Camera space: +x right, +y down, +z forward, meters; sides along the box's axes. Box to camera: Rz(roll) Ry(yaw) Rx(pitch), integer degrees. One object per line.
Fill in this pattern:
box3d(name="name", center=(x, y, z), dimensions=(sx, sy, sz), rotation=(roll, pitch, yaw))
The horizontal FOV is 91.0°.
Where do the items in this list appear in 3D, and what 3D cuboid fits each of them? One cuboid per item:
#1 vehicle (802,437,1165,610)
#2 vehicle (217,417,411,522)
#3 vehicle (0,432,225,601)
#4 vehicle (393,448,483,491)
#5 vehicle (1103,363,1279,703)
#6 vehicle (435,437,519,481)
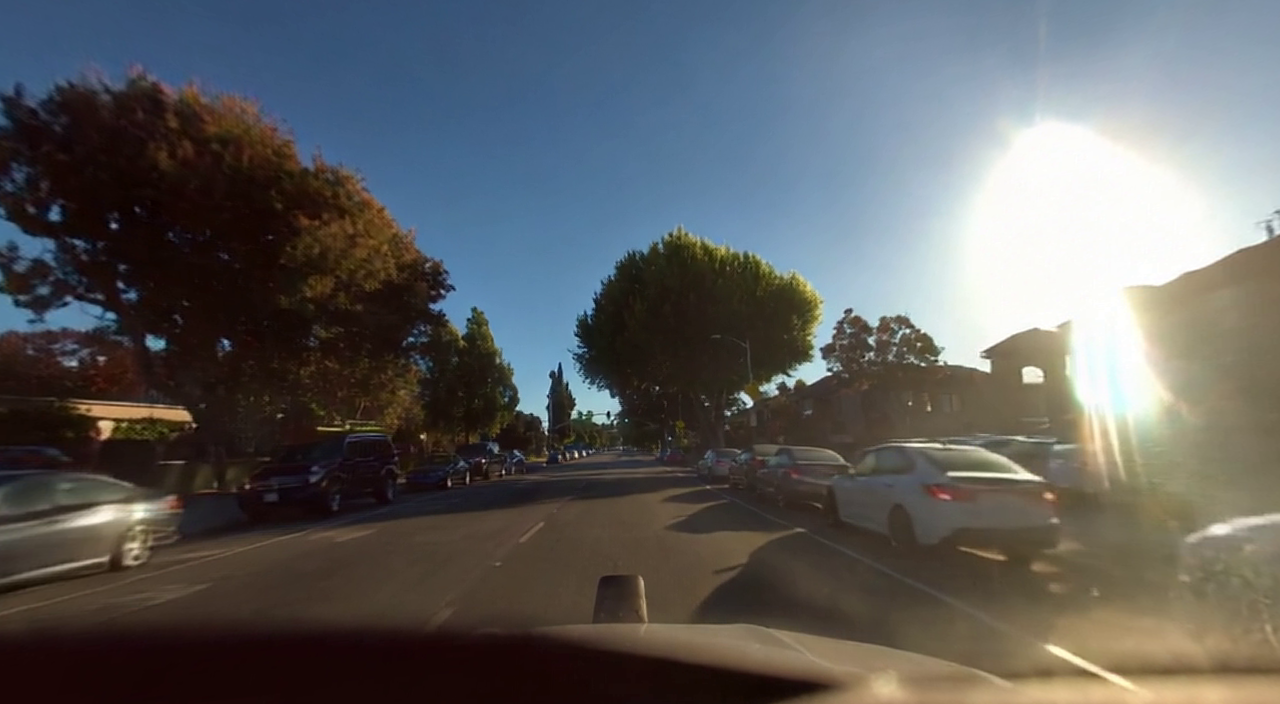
box3d(name="vehicle", center=(3.715, 1.904, 8.044), dimensions=(2.009, 1.547, 4.574), rotation=(0, -9, -1))
box3d(name="vehicle", center=(-7.783, 2.851, 15.856), dimensions=(2.146, 2.167, 5.339), rotation=(0, -9, -2))
box3d(name="vehicle", center=(-7.423, 1.787, 7.232), dimensions=(2.055, 1.663, 4.889), rotation=(0, -9, -2))
box3d(name="vehicle", center=(-7.760, 4.552, 24.735), dimensions=(2.057, 1.486, 4.759), rotation=(0, -9, -1))
box3d(name="vehicle", center=(4.259, 0.757, 1.836), dimensions=(2.071, 1.781, 4.737), rotation=(0, -9, -2))
box3d(name="vehicle", center=(-7.933, 5.281, 31.366), dimensions=(2.613, 1.959, 5.843), rotation=(0, -9, 0))
